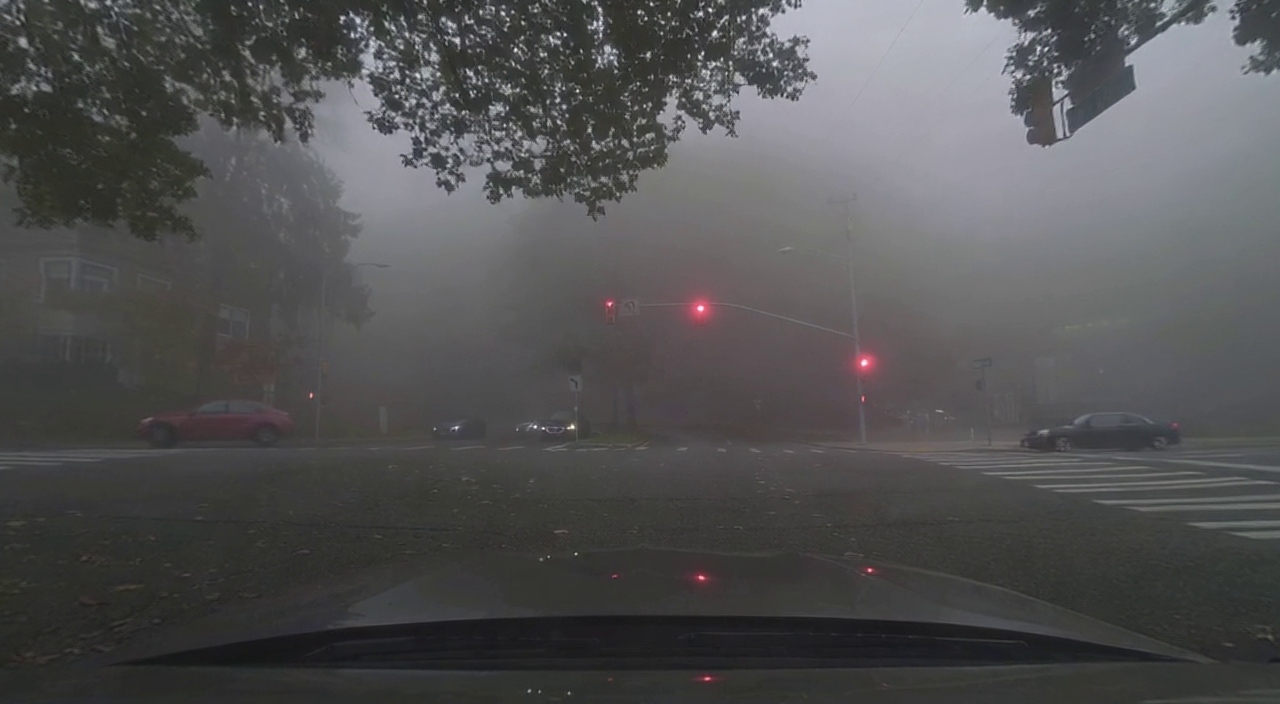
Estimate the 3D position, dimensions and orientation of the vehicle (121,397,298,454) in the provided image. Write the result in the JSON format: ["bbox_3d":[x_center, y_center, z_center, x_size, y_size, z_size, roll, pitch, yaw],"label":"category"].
[{"bbox_3d":[-16.166,2.864,23.995,2.340,1.902,4.920,-6,-10,35],"label":"vehicle"}]

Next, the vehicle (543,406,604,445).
[{"bbox_3d":[-3.456,4.032,33.918,2.306,1.907,5.382,-1,-9,4],"label":"vehicle"}]

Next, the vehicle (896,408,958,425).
[{"bbox_3d":[21.990,4.942,48.447,3.933,1.219,1.700,-1,-9,3],"label":"vehicle"}]

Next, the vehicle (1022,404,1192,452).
[{"bbox_3d":[16.733,2.790,22.885,4.454,1.643,1.809,-2,-9,13],"label":"vehicle"}]

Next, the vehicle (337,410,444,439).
[{"bbox_3d":[-17.141,5.099,43.761,6.496,1.847,2.164,8,-12,-42],"label":"vehicle"}]

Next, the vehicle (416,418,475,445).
[{"bbox_3d":[-11.541,4.821,37.824,1.899,1.510,4.294,-1,-9,4],"label":"vehicle"}]
